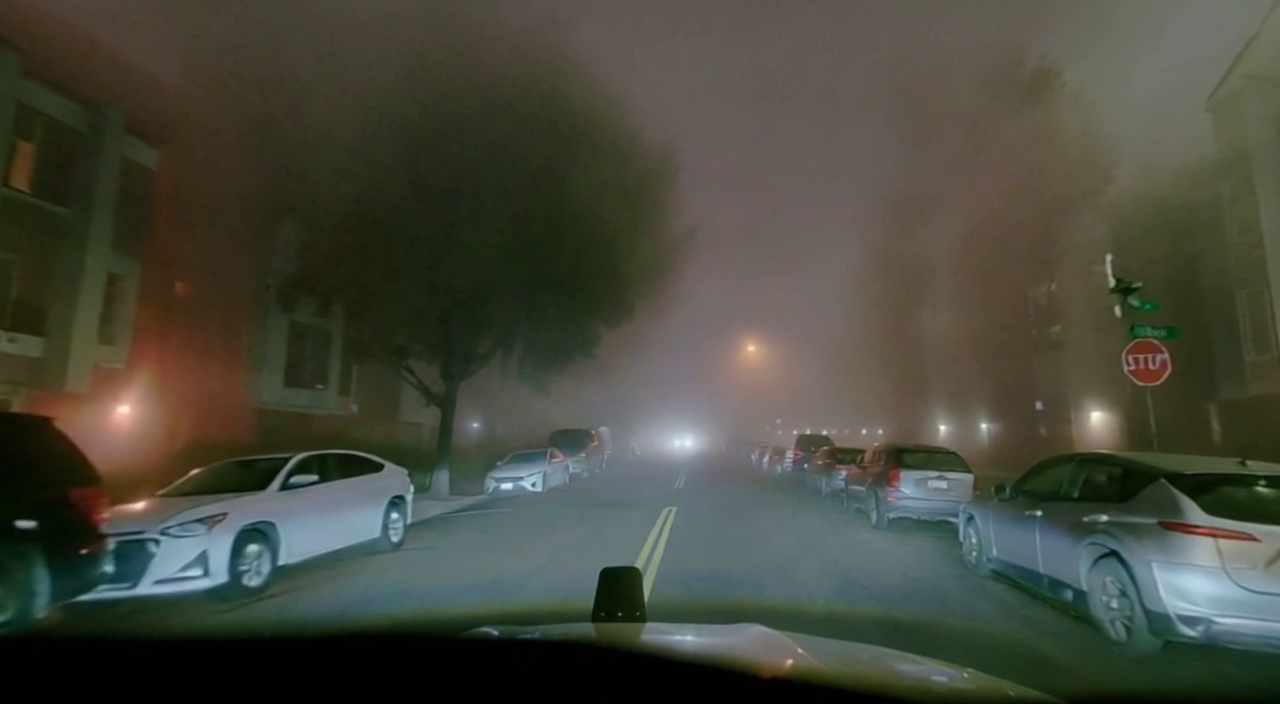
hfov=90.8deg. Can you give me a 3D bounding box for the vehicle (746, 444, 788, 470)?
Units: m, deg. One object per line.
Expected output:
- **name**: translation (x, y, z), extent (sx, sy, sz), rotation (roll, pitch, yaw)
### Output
- **vehicle**: translation (7.383, 6.131, 37.147), extent (1.865, 1.456, 4.329), rotation (0, -8, 4)

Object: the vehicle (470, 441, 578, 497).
- **vehicle**: translation (-3.324, 3.450, 19.065), extent (1.921, 1.463, 4.313), rotation (-1, -8, 7)

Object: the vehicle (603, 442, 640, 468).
- **vehicle**: translation (-1.079, 6.383, 39.459), extent (1.939, 1.513, 4.401), rotation (-1, -8, 3)

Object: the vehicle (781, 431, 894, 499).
- **vehicle**: translation (5.571, 3.236, 18.518), extent (2.219, 1.744, 4.252), rotation (-1, -8, 5)

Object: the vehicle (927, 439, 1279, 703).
- **vehicle**: translation (4.376, 1.492, 5.392), extent (2.084, 1.441, 4.402), rotation (-1, -8, 5)

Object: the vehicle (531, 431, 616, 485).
- **vehicle**: translation (-2.487, 4.148, 25.335), extent (2.229, 1.869, 5.791), rotation (-2, -8, 6)

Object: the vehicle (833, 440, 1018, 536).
- **vehicle**: translation (5.092, 2.427, 11.958), extent (1.803, 1.469, 4.022), rotation (0, -8, 3)

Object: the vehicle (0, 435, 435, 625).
- **vehicle**: translation (-4.289, 1.761, 7.513), extent (1.902, 1.478, 4.696), rotation (-1, -7, 3)

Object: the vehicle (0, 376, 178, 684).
- **vehicle**: translation (-4.724, 0.870, 2.593), extent (1.946, 1.744, 4.584), rotation (-1, -8, 4)
